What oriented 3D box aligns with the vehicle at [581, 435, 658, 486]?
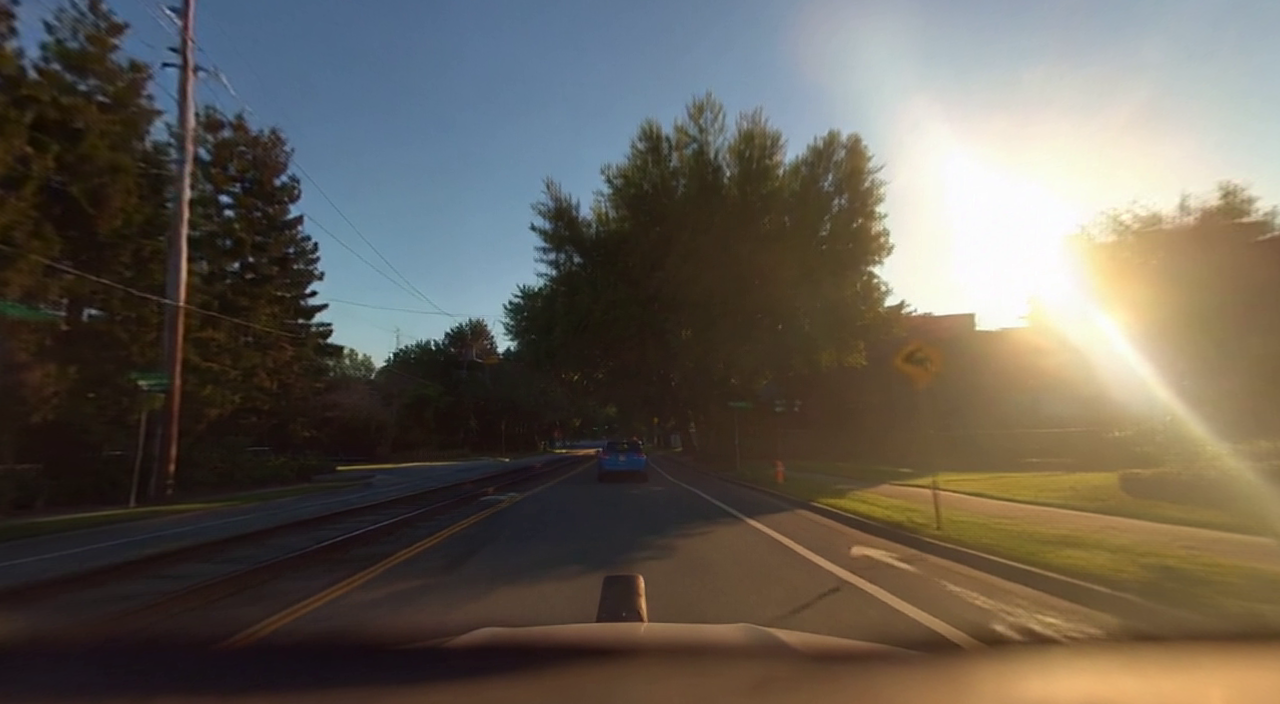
[{"bbox_3d":[-0.660,3.590,21.186,2.295,1.510,4.364,0,-8,-1],"label":"vehicle"}]
